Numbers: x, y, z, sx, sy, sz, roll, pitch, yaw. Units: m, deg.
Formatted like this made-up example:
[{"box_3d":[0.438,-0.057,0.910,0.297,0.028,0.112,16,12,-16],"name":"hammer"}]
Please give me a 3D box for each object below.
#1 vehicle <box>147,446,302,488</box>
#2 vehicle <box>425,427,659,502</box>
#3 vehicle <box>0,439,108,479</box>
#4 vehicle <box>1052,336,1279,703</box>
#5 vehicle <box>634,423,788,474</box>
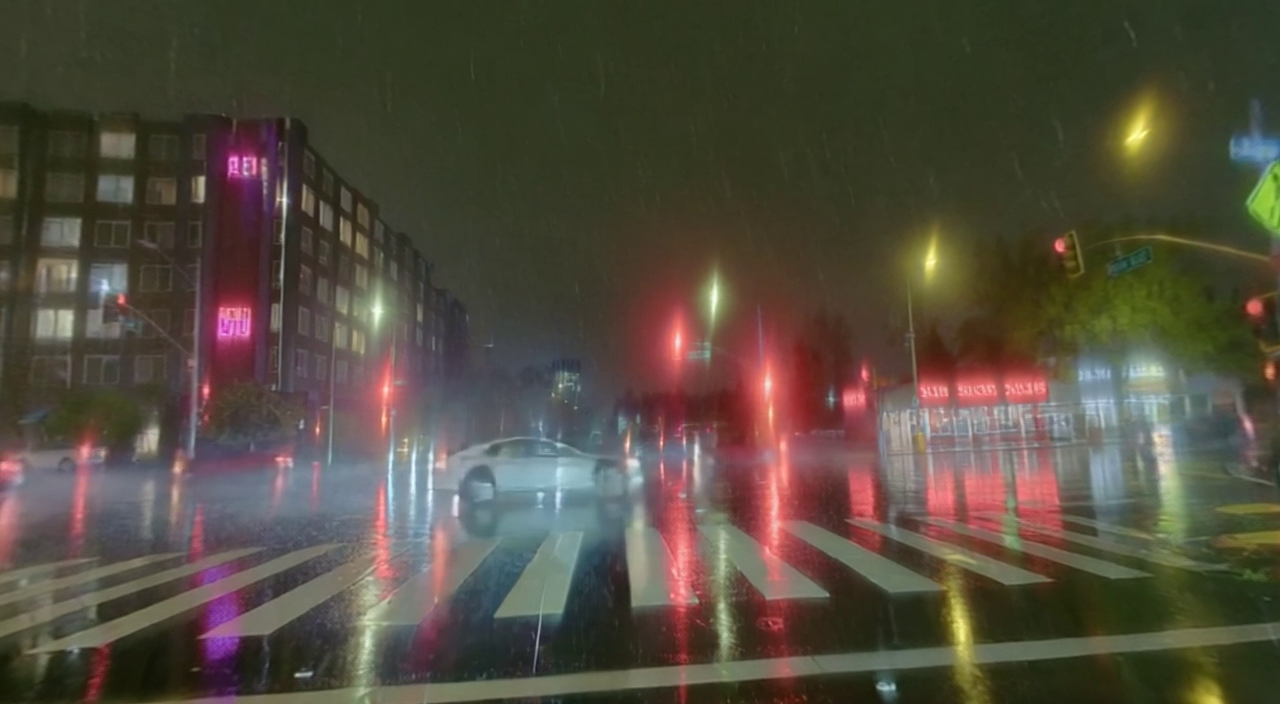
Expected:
[{"box_3d":[-15.397,4.250,23.644,4.461,1.443,1.715,1,-9,-10],"name":"vehicle"},{"box_3d":[-2.093,2.440,13.991,4.758,1.480,1.849,1,-8,-9],"name":"vehicle"},{"box_3d":[-31.542,5.608,33.546,2.205,1.903,5.877,1,-9,-10],"name":"vehicle"},{"box_3d":[3.000,0.609,0.867,1.866,1.654,4.354,0,-8,-1],"name":"vehicle"},{"box_3d":[2.212,3.108,20.472,4.612,1.521,1.811,1,-9,-9],"name":"vehicle"}]
